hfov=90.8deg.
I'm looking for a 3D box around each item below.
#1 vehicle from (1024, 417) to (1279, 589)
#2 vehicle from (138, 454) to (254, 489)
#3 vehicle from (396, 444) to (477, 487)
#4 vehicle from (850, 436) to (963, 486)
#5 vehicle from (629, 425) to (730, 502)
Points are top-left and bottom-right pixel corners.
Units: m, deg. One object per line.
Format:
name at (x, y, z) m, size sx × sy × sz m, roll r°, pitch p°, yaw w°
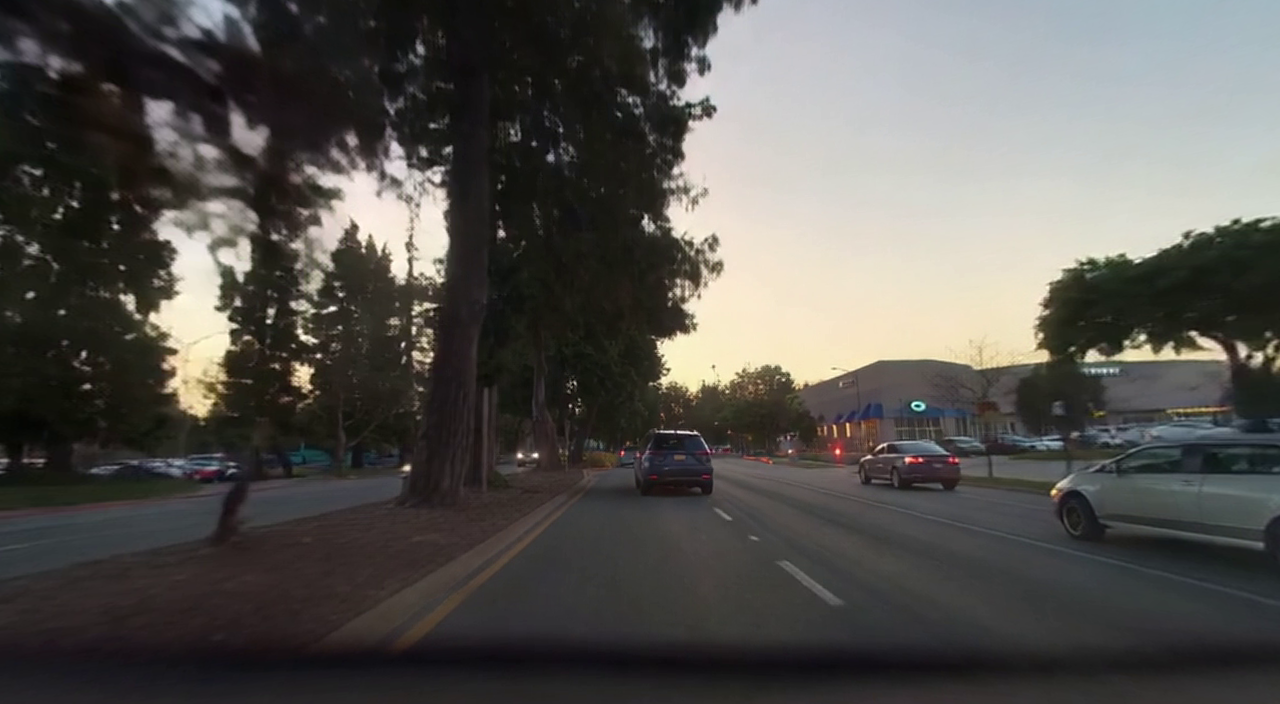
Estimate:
vehicle at (6.575, 1.514, 6.882) m, size 1.994 × 1.488 × 4.313 m, roll 0°, pitch -8°, yaw -1°
vehicle at (-26.876, 7.180, 38.303) m, size 5.966 × 1.957 × 2.305 m, roll -2°, pitch -9°, yaw 14°
vehicle at (-8.944, 4.999, 28.220) m, size 2.196 × 1.717 × 4.453 m, roll 0°, pitch -8°, yaw -1°
vehicle at (9.074, 3.741, 22.008) m, size 1.894 × 1.517 × 4.419 m, roll 0°, pitch -8°, yaw -2°
vehicle at (0.945, 3.141, 18.283) m, size 2.300 × 1.870 × 4.936 m, roll 0°, pitch -8°, yaw -3°
